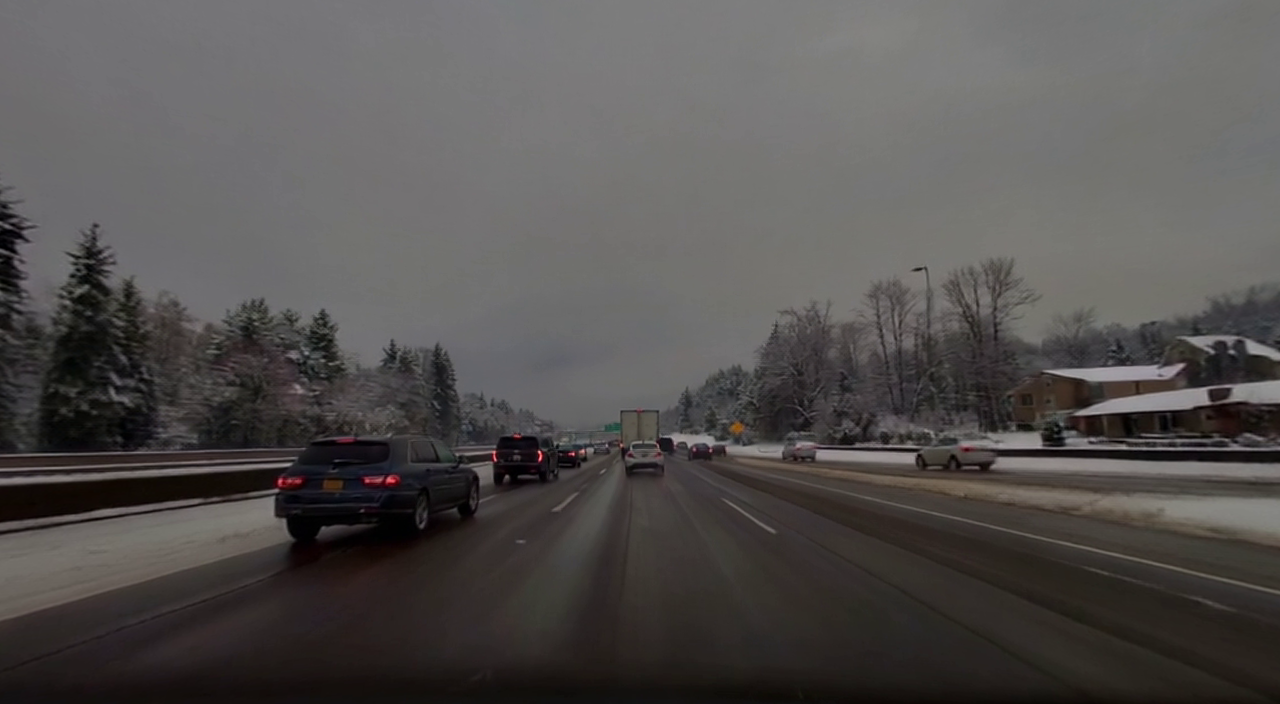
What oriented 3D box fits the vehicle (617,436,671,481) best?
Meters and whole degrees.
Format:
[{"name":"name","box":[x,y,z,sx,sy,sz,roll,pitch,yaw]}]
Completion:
[{"name":"vehicle","box":[0.142,4.363,26.163,2.063,1.703,4.203,0,-9,0]}]

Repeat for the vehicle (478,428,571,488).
[{"name":"vehicle","box":[-4.052,3.857,23.294,2.301,1.944,5.482,0,-9,1]}]

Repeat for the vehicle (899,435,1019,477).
[{"name":"vehicle","box":[12.467,4.089,25.108,1.905,1.490,4.826,1,-9,-5]}]

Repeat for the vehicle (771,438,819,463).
[{"name":"vehicle","box":[11.020,7.027,45.119,2.048,1.674,4.106,1,-9,-5]}]

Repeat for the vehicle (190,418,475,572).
[{"name":"vehicle","box":[-3.908,1.874,8.997,1.988,1.668,4.021,0,-9,0]}]
